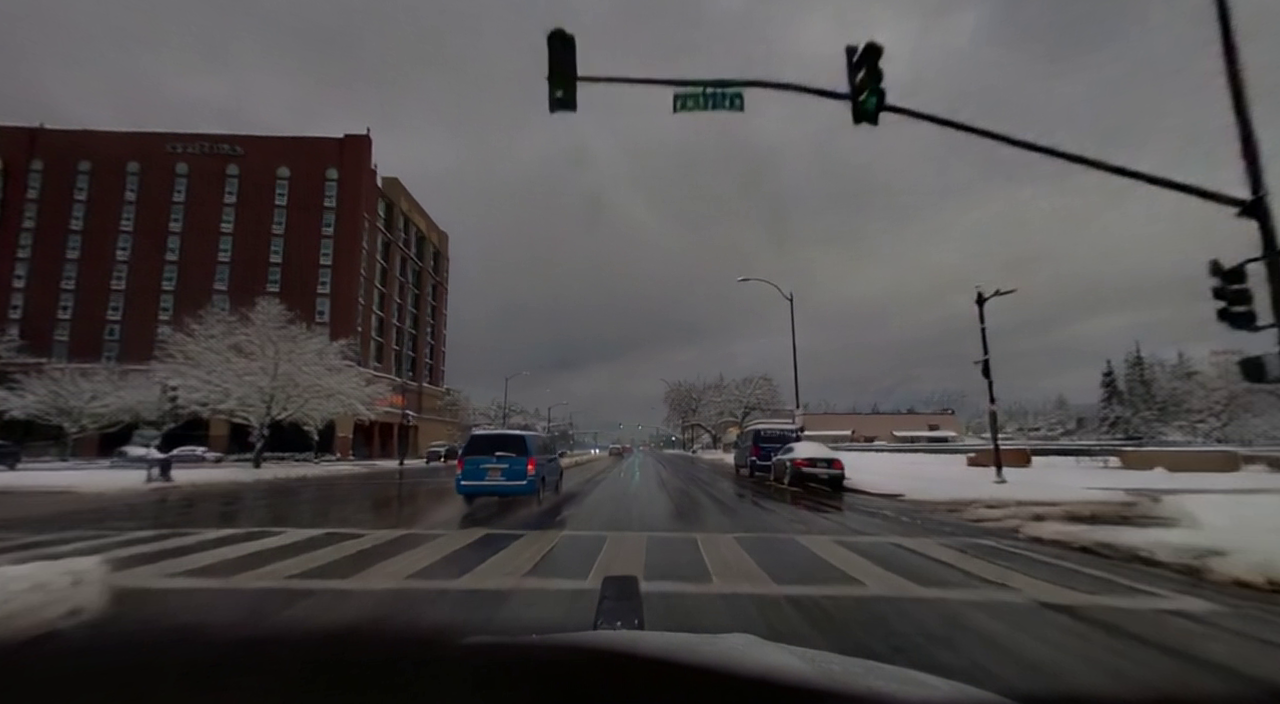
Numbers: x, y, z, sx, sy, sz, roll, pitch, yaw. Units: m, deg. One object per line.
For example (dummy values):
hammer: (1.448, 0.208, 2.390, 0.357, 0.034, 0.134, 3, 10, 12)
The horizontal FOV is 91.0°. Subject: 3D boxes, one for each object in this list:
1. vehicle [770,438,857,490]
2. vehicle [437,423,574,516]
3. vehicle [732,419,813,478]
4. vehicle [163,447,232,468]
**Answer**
vehicle: (6.437, 4.192, 23.948, 1.942, 1.753, 4.912, 0, -8, 0)
vehicle: (-2.725, 2.491, 13.761, 2.080, 1.722, 3.766, 0, -9, 1)
vehicle: (6.261, 4.708, 30.789, 2.642, 2.582, 6.157, 0, -9, 0)
vehicle: (-33.533, 7.983, 47.895, 1.794, 1.478, 4.992, 0, -8, -2)
